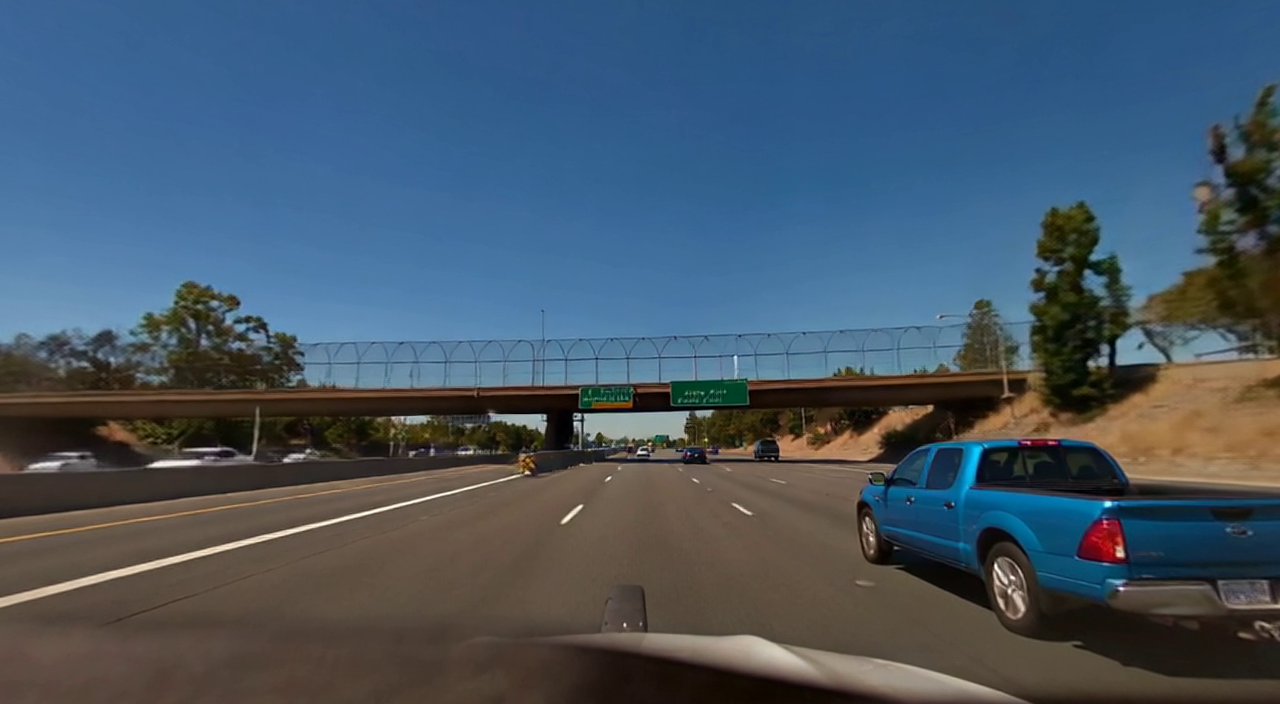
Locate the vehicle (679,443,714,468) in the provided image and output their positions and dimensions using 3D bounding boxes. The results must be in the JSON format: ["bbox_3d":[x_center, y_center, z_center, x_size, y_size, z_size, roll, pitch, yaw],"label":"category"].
[{"bbox_3d":[3.967,7.324,44.743,2.014,1.643,4.039,0,-8,-2],"label":"vehicle"}]

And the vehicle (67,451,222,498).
[{"bbox_3d":[-18.349,4.512,23.737,1.966,1.497,4.751,0,-8,0],"label":"vehicle"}]

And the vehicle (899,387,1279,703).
[{"bbox_3d":[3.379,1.022,3.165,2.119,1.524,4.807,0,-8,0],"label":"vehicle"}]

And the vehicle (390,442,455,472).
[{"bbox_3d":[-14.791,7.170,43.273,2.231,1.879,5.996,0,-8,1],"label":"vehicle"}]

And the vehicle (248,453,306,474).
[{"bbox_3d":[-27.323,8.375,47.574,1.851,1.474,4.367,0,-8,-1],"label":"vehicle"}]

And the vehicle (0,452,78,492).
[{"bbox_3d":[-28.519,5.395,28.518,1.887,1.687,4.586,0,-8,2],"label":"vehicle"}]
